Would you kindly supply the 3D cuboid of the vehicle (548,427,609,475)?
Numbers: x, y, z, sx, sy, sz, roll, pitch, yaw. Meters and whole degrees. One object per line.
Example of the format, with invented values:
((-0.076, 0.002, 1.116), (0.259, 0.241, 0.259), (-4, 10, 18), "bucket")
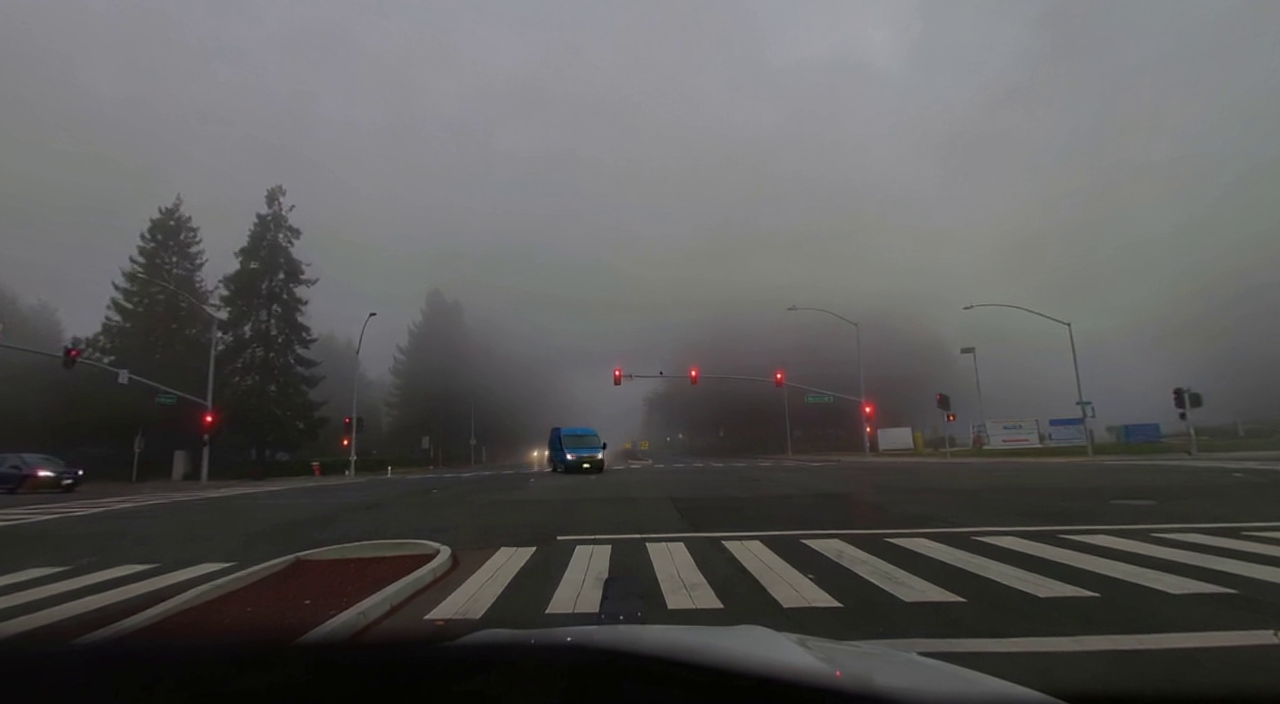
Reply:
((-3.531, 5.468, 35.018), (2.465, 2.404, 5.791), (2, -9, -15), "vehicle")
